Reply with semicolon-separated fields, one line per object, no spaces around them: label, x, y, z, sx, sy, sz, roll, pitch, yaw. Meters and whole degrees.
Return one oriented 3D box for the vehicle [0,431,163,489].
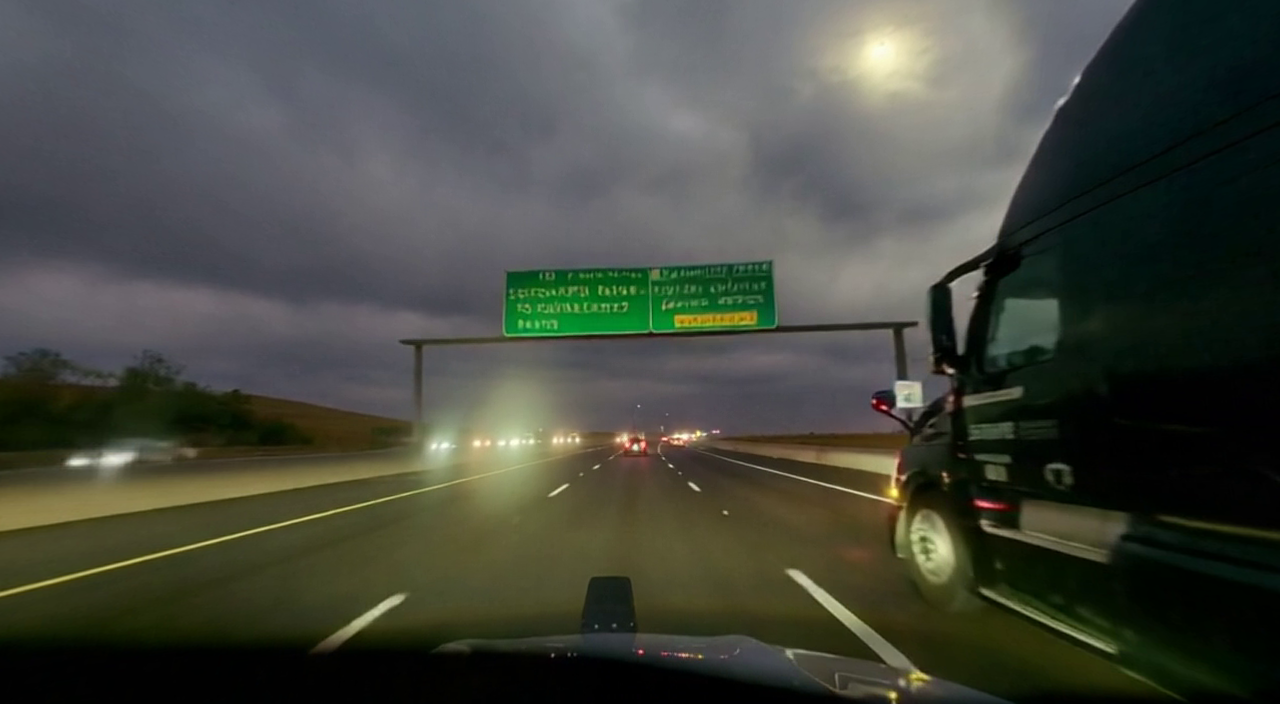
vehicle;-18.163;3.364;20.177;1.934;1.600;4.908;0;-8;0

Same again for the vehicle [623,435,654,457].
vehicle;-0.094;6.853;46.057;2.140;1.475;3.969;0;-8;0

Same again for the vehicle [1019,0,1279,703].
vehicle;3.782;-0.395;0.282;3.222;3.915;6.030;0;-8;-1
